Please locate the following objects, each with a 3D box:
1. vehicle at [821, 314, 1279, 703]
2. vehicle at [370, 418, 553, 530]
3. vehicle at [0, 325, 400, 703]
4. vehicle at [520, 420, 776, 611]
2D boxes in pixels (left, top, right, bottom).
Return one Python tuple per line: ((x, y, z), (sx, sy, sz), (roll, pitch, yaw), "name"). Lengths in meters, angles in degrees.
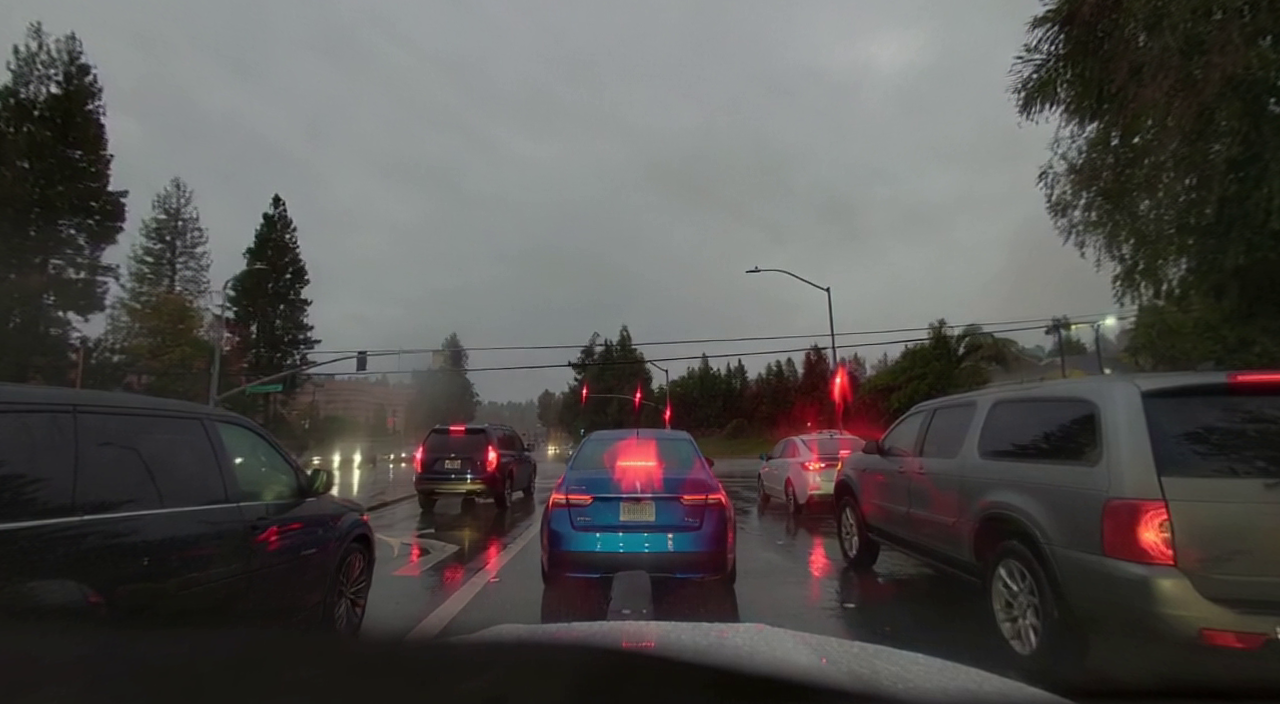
((3.215, 1.105, 4.730), (2.141, 1.833, 4.704), (0, -8, -2), "vehicle")
((-3.189, 2.304, 12.452), (2.117, 1.772, 4.619), (0, -8, 2), "vehicle")
((-3.126, 0.954, 3.298), (1.982, 1.721, 4.261), (0, -8, 1), "vehicle")
((0.028, 1.591, 7.033), (2.021, 1.490, 3.948), (0, -8, -1), "vehicle")
